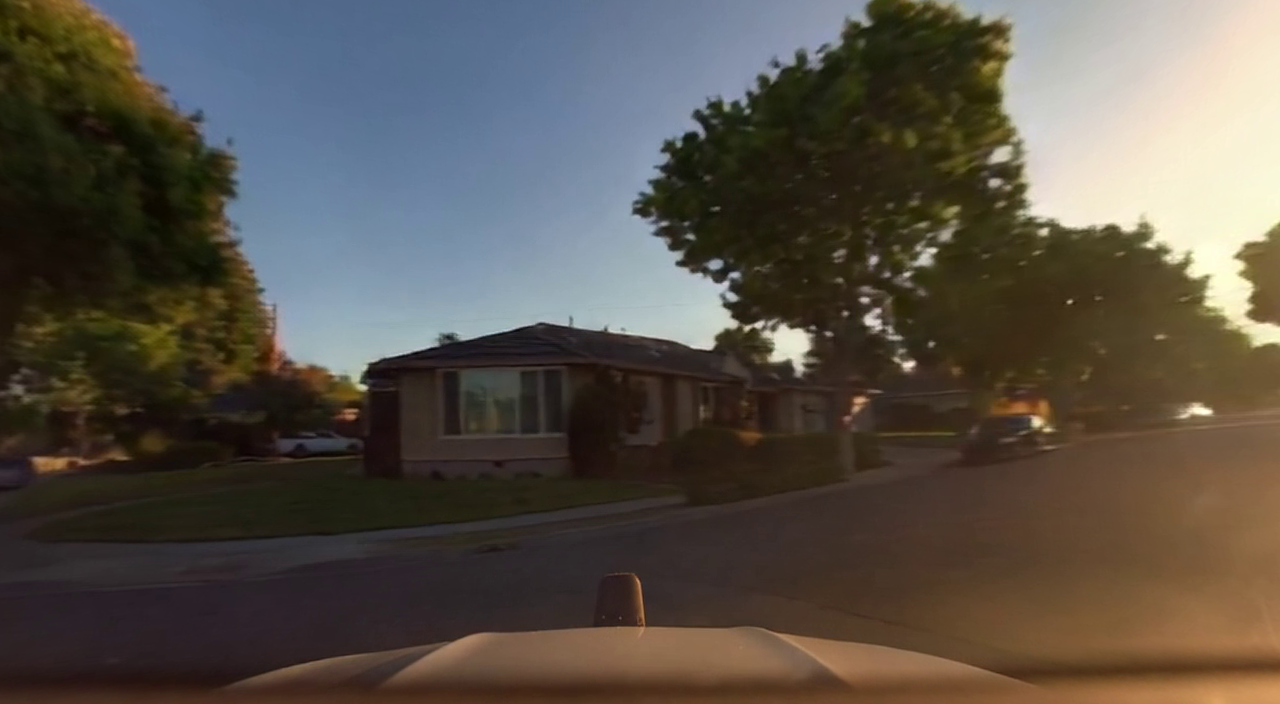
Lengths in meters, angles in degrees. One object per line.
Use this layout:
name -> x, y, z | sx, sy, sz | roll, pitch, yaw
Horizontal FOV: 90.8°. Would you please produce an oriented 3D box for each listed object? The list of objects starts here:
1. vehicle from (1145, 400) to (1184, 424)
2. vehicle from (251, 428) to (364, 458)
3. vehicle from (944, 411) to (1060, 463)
vehicle -> 41.530, 4.787, 49.988 | 4.066, 1.655, 1.805 | 7, -11, -44
vehicle -> -17.434, 4.770, 33.273 | 4.799, 1.469, 2.010 | 7, -11, -44
vehicle -> 11.774, 2.742, 20.439 | 4.292, 1.490, 1.954 | 7, -11, -42
